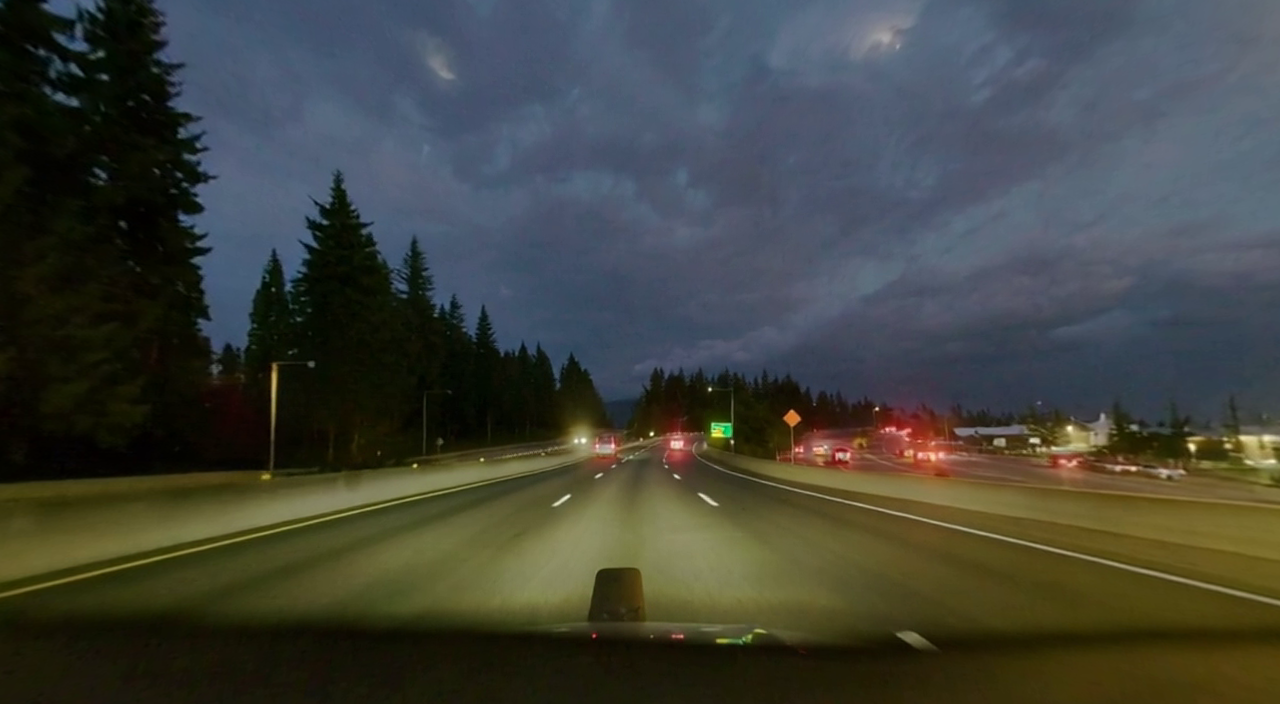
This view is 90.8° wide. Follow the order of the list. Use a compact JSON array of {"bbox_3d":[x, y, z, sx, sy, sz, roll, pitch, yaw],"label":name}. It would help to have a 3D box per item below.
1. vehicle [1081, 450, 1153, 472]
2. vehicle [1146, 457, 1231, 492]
[{"bbox_3d":[35.731,8.166,47.416,3.911,1.390,1.702,-3,-4,8],"label":"vehicle"},{"bbox_3d":[34.722,7.679,39.963,5.275,1.756,2.198,2,-9,-29],"label":"vehicle"}]
